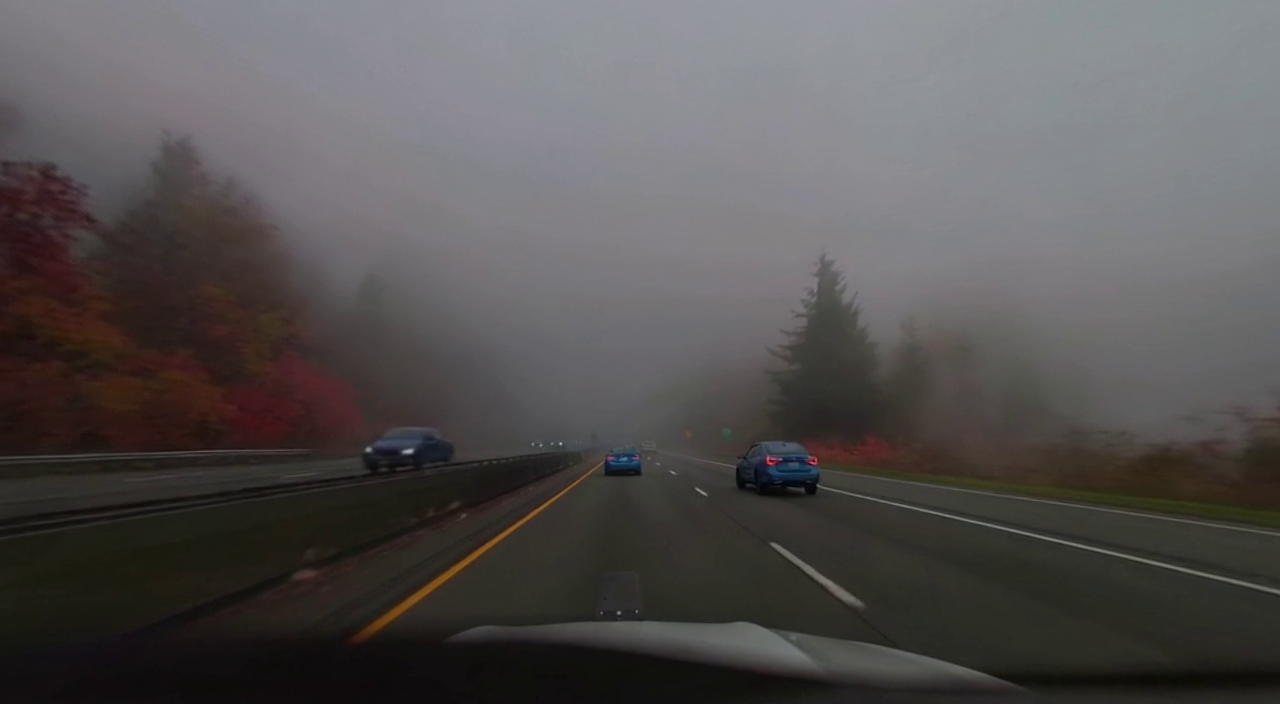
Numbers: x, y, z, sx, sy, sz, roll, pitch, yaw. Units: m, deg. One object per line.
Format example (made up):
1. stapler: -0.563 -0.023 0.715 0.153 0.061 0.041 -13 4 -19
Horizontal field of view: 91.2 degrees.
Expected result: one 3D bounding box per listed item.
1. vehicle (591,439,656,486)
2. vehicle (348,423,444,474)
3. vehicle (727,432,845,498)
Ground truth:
1. vehicle: -0.556 3.956 22.730 2.128 1.516 4.410 0 -9 0
2. vehicle: -9.503 3.840 24.871 2.086 1.802 4.337 0 -9 -1
3. vehicle: 3.912 3.135 17.649 2.300 1.595 4.144 -1 -9 0
